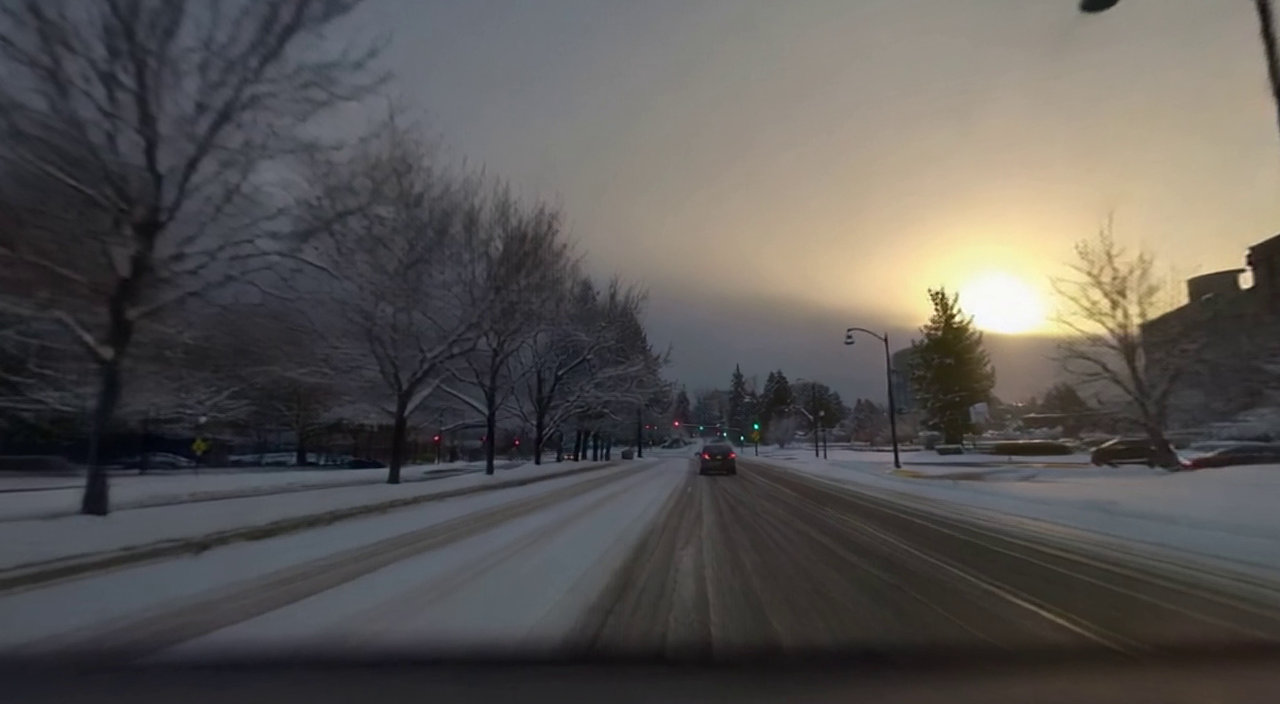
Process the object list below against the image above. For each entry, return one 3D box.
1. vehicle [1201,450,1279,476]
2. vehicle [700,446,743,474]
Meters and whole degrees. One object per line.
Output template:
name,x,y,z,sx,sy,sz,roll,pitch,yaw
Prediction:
vehicle,36.741,6.683,38.109,3.998,1.430,1.820,-1,-9,-1
vehicle,4.579,6.115,36.036,2.133,1.481,4.276,-1,-9,3
